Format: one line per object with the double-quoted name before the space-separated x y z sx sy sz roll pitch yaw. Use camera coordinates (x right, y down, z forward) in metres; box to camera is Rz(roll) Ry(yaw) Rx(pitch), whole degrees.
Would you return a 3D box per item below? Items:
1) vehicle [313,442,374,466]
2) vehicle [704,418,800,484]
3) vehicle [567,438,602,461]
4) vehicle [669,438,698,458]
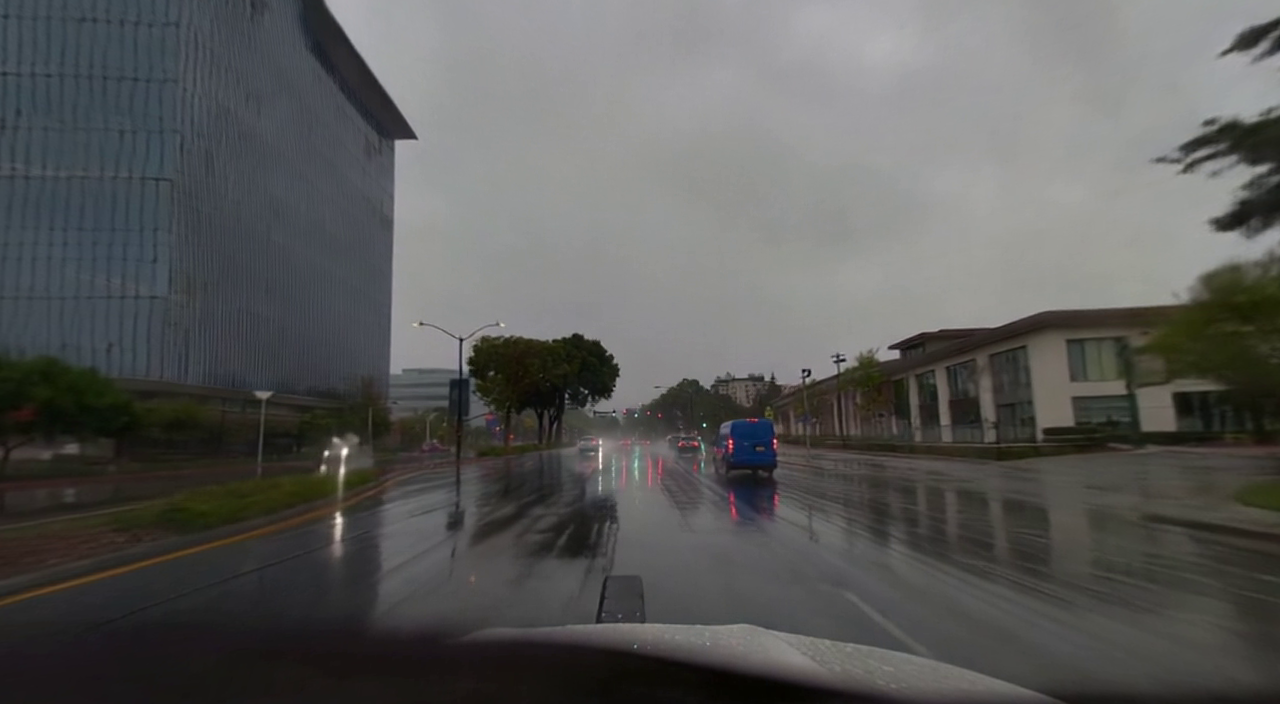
"vehicle" -19.906 6.842 42.444 1.836 1.512 4.493 0 -8 1
"vehicle" 3.531 3.262 20.961 2.200 1.914 5.145 0 -8 -1
"vehicle" -3.598 6.445 41.639 1.864 1.464 4.195 0 -8 1
"vehicle" 3.398 7.554 49.497 1.867 1.493 4.190 0 -8 -1
